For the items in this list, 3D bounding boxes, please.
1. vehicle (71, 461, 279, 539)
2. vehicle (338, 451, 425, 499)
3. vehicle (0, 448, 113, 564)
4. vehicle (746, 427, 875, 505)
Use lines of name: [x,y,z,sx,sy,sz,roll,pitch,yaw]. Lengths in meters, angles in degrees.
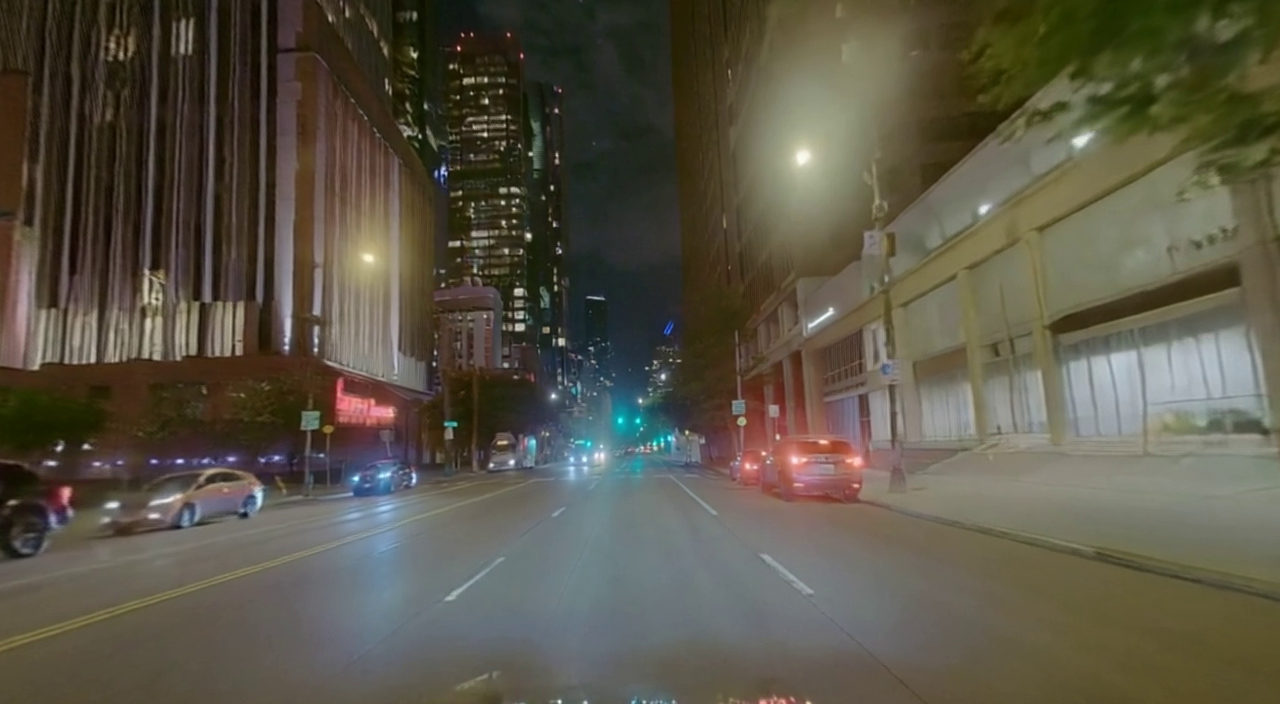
vehicle: [-11.316,3.585,15.873,2.007,1.511,4.280,-4,-10,0]
vehicle: [-11.192,5.326,27.728,2.039,1.770,4.445,-3,-9,-1]
vehicle: [-11.232,2.458,9.559,1.970,1.828,5.519,-4,-8,-2]
vehicle: [4.712,3.253,18.512,2.237,1.908,5.320,0,-9,0]
